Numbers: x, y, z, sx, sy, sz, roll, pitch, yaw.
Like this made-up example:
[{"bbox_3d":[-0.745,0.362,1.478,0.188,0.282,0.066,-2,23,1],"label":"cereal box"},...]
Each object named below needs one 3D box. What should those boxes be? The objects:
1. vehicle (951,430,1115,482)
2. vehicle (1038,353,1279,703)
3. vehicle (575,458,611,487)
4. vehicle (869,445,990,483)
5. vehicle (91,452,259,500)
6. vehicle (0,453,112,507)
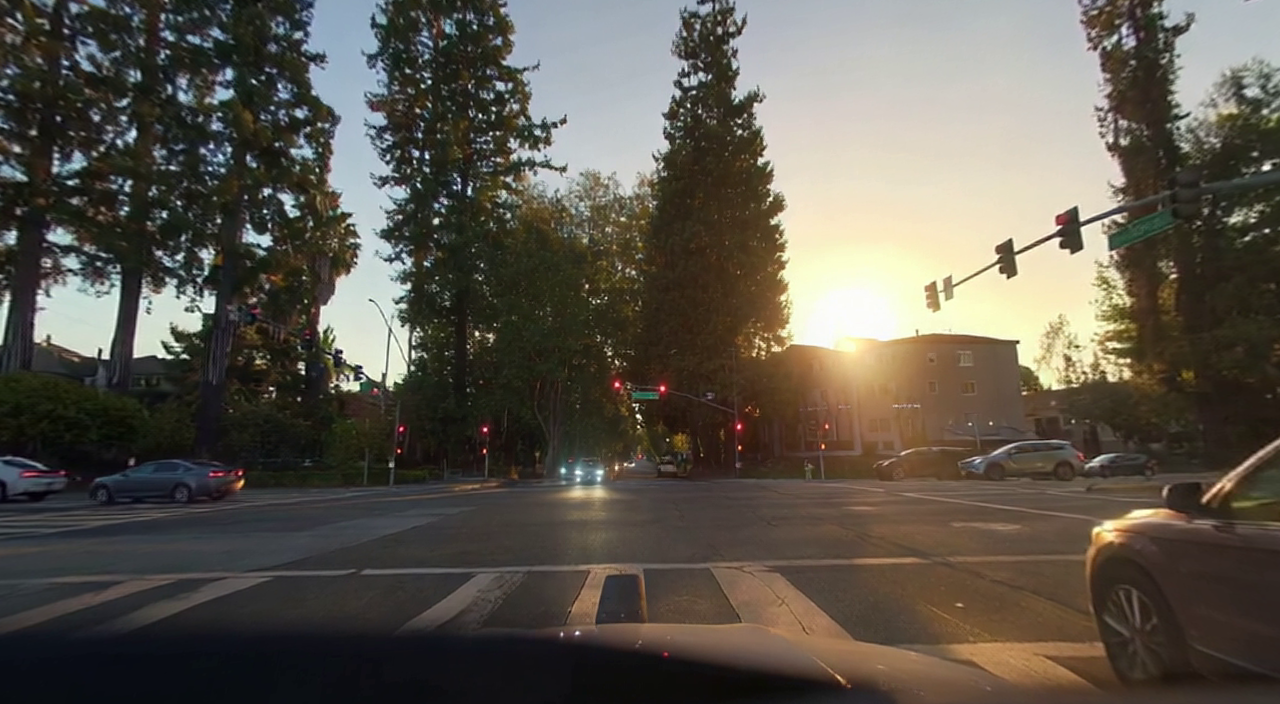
[{"bbox_3d":[18.985,5.051,30.841,6.109,2.348,2.683,0,-9,0],"label":"vehicle"},{"bbox_3d":[3.745,0.819,2.311,2.227,1.705,4.719,-2,-9,11],"label":"vehicle"},{"bbox_3d":[-3.181,7.970,42.091,2.162,1.740,4.728,1,-9,-7],"label":"vehicle"},{"bbox_3d":[15.552,6.023,34.201,5.220,1.897,2.596,0,-9,0],"label":"vehicle"},{"bbox_3d":[-18.735,5.030,25.703,4.798,1.763,2.536,-1,-10,0],"label":"vehicle"},{"bbox_3d":[-22.065,4.468,22.293,4.748,1.727,2.325,0,-9,1],"label":"vehicle"}]
